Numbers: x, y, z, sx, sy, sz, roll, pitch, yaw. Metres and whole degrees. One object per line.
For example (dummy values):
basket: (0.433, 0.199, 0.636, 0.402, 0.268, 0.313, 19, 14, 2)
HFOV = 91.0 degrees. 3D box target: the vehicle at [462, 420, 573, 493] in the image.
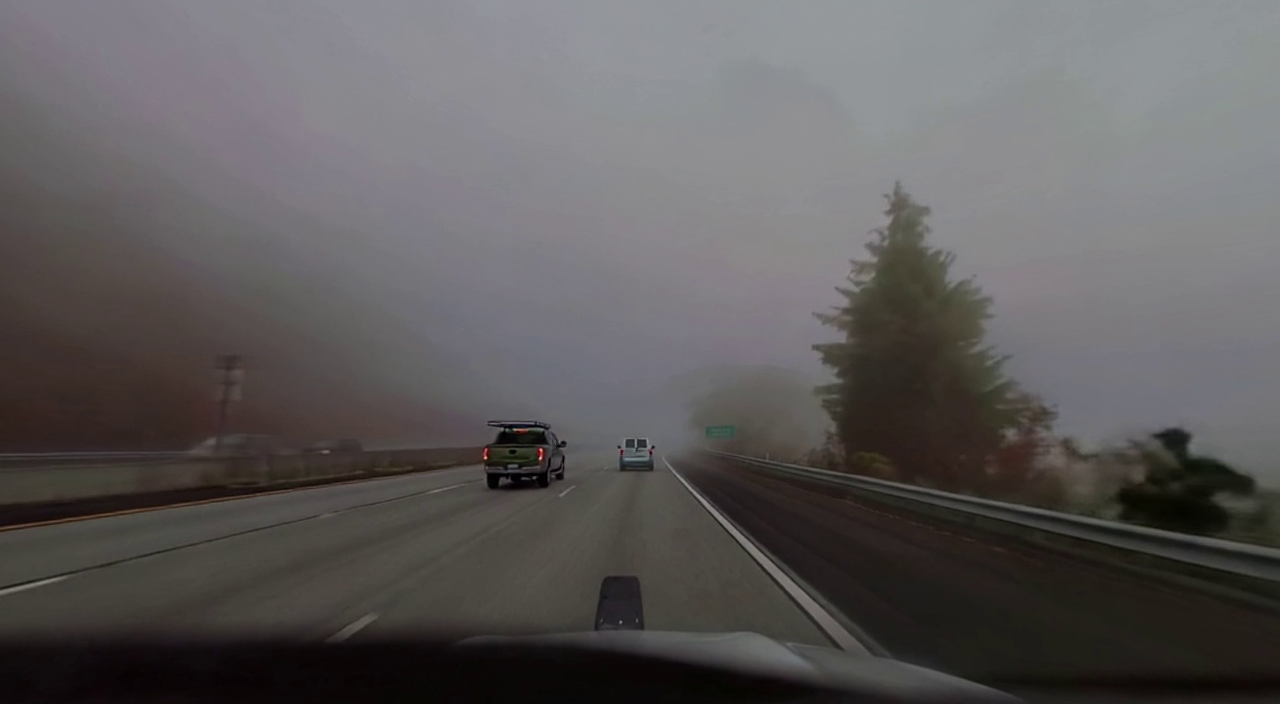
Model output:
vehicle: (-3.578, 3.177, 19.496, 2.250, 1.947, 4.860, 0, -9, 2)

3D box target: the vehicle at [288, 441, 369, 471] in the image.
vehicle: (-17.176, 5.765, 34.999, 1.910, 1.517, 4.666, 0, -9, 2)

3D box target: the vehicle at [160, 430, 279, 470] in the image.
vehicle: (-21.083, 4.959, 31.948, 2.111, 1.825, 5.567, 0, -9, 1)

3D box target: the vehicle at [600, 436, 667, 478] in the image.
vehicle: (-0.184, 4.650, 28.150, 2.715, 1.669, 5.163, 0, -9, 1)
